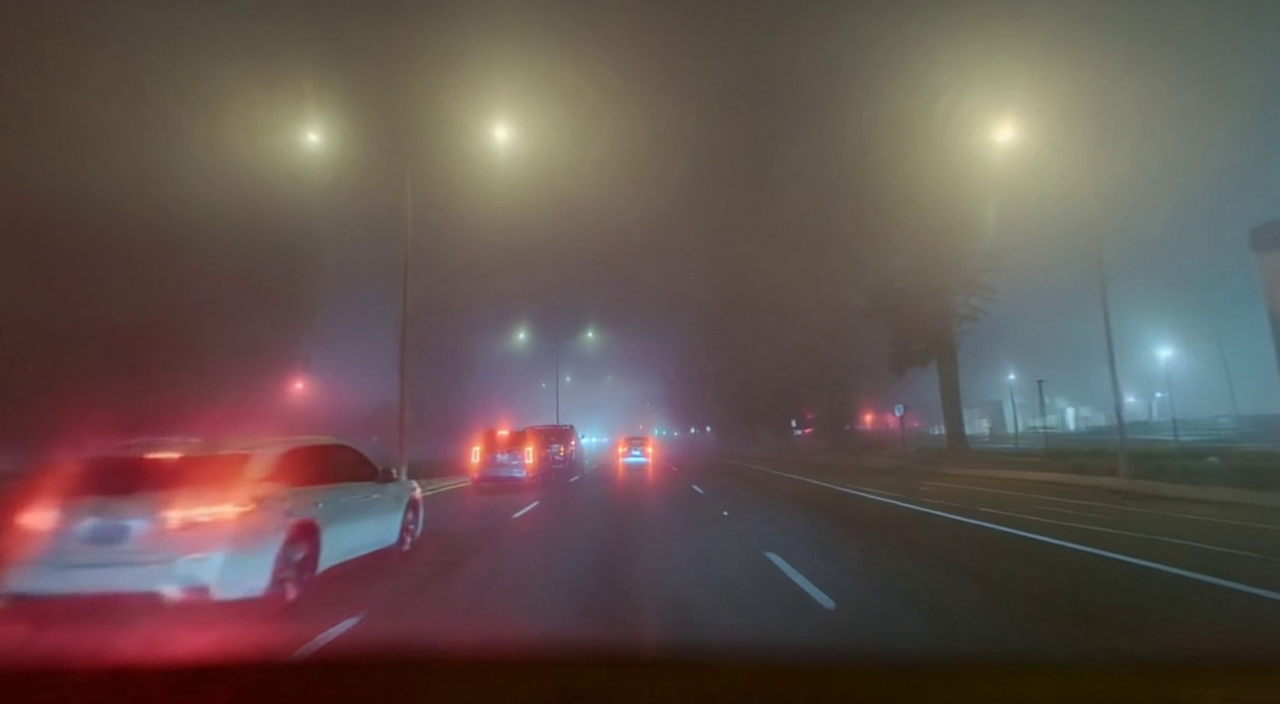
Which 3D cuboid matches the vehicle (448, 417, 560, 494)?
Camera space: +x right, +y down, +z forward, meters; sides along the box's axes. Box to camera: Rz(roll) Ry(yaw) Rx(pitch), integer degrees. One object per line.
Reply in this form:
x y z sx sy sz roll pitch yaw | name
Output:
-3.400 2.695 16.733 2.046 1.751 4.208 0 -8 0 | vehicle

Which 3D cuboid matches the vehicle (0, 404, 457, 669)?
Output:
-3.453 1.374 5.869 2.139 1.487 4.453 0 -8 0 | vehicle

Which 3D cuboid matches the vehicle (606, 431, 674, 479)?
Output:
-0.027 3.512 21.792 2.126 1.475 3.967 0 -8 -1 | vehicle
